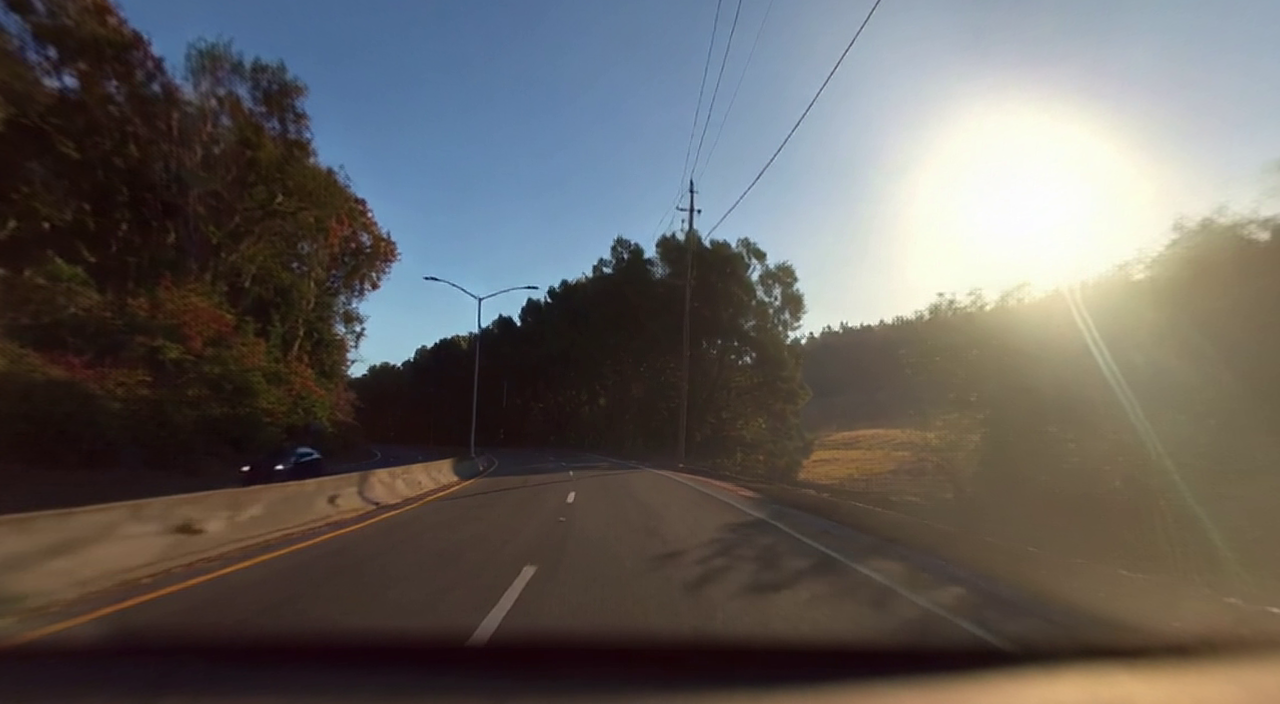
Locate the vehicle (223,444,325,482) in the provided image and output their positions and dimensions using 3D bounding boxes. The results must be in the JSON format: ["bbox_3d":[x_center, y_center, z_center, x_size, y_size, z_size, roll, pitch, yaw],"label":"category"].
[{"bbox_3d":[-15.295,4.621,26.684,1.998,1.430,4.755,1,-9,-8],"label":"vehicle"}]
